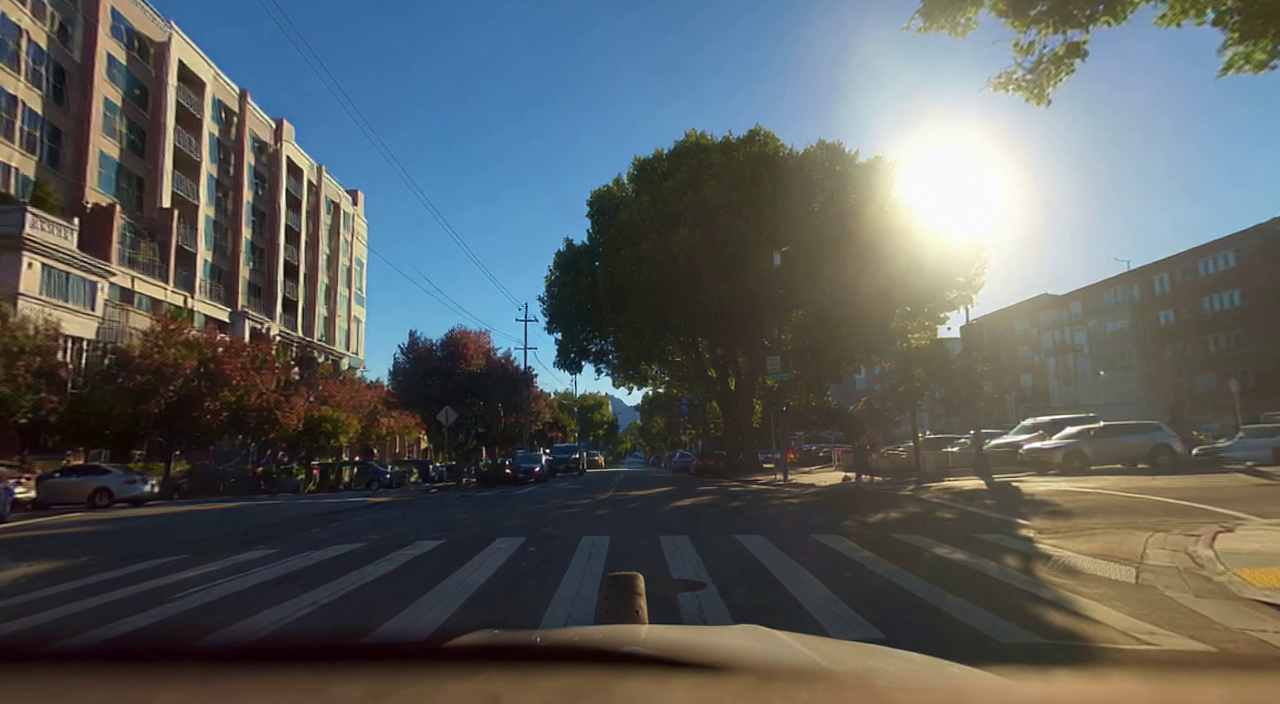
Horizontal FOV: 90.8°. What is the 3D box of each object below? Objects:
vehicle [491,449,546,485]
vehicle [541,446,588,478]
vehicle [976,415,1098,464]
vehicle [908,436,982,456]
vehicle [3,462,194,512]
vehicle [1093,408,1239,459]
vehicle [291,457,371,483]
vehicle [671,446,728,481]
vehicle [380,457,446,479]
[{"bbox_3d":[-7.617,7.246,40.248,2.193,1.814,5.061,-9,-8,0],"label":"vehicle"},{"bbox_3d":[-4.434,6.539,37.712,2.102,1.768,4.290,-1,-10,2],"label":"vehicle"},{"bbox_3d":[16.743,3.789,26.994,2.041,1.921,4.574,0,-9,-2],"label":"vehicle"},{"bbox_3d":[23.013,7.085,47.769,4.528,1.475,2.070,0,-8,3],"label":"vehicle"},{"bbox_3d":[-17.316,4.314,20.369,4.439,1.448,1.793,0,-9,0],"label":"vehicle"},{"bbox_3d":[22.304,3.531,27.141,2.137,1.962,4.988,-1,-8,3],"label":"vehicle"},{"bbox_3d":[-23.180,8.885,47.497,4.844,1.836,2.117,-1,-8,4],"label":"vehicle"},{"bbox_3d":[3.213,5.853,33.470,1.942,1.603,3.785,0,-8,22],"label":"vehicle"},{"bbox_3d":[-16.950,8.657,47.373,4.203,1.544,1.889,0,-8,1],"label":"vehicle"}]
